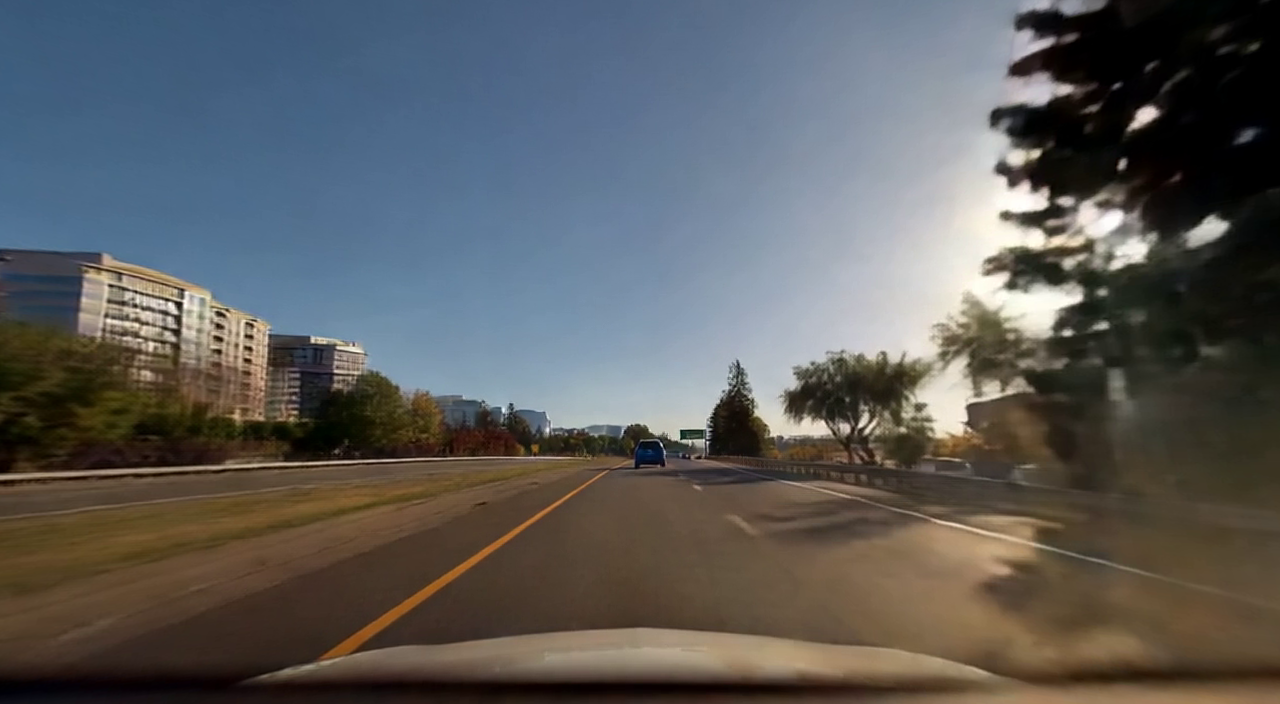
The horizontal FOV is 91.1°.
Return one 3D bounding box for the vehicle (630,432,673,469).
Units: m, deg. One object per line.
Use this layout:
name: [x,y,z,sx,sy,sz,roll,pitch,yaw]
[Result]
vehicle: [0.756,6.156,39.282,2.546,2.126,5.153,-1,-8,2]
